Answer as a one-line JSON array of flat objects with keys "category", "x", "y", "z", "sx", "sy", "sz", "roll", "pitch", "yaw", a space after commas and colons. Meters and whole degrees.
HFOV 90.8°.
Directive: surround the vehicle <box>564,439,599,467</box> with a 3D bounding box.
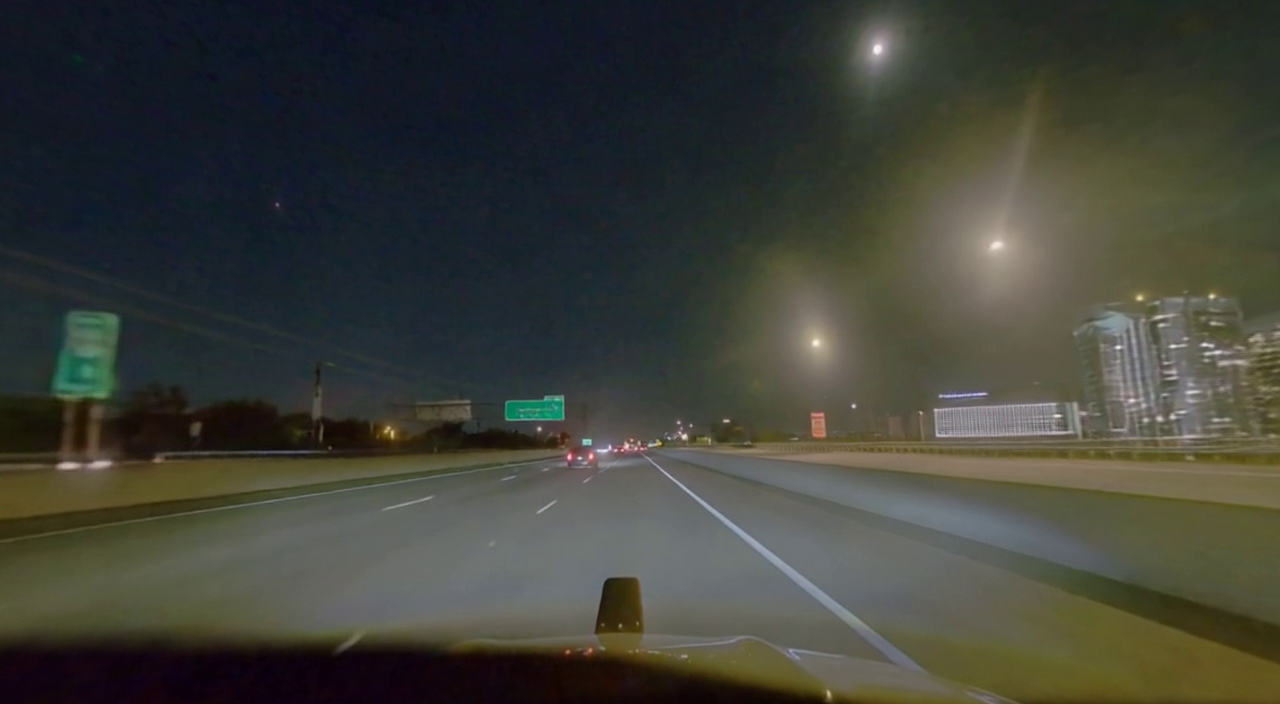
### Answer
[{"category": "vehicle", "x": -3.966, "y": 6.897, "z": 43.200, "sx": 2.047, "sy": 1.786, "sz": 4.217, "roll": 0, "pitch": -8, "yaw": -1}]
